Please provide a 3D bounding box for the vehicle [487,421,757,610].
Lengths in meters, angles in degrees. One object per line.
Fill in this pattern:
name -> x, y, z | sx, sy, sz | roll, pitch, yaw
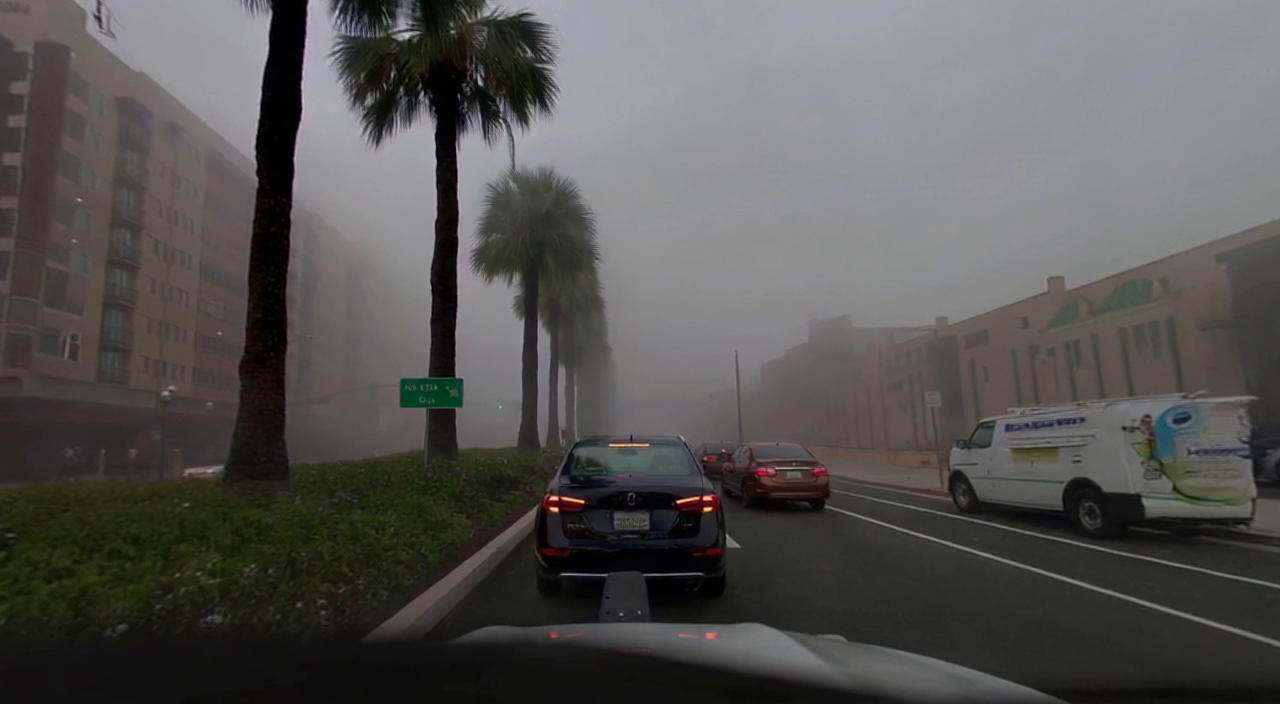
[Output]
vehicle -> -0.154, 1.606, 7.105 | 2.158, 1.498, 3.919 | 0, -8, 0

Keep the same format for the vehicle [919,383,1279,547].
vehicle -> 7.202, 1.852, 10.906 | 2.254, 2.072, 5.577 | 0, -8, 1

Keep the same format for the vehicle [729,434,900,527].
vehicle -> 3.084, 2.366, 12.245 | 1.925, 1.451, 4.436 | 0, -8, -2

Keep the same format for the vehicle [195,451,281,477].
vehicle -> -23.779, 6.624, 37.595 | 1.972, 1.425, 4.765 | 0, -8, 0
